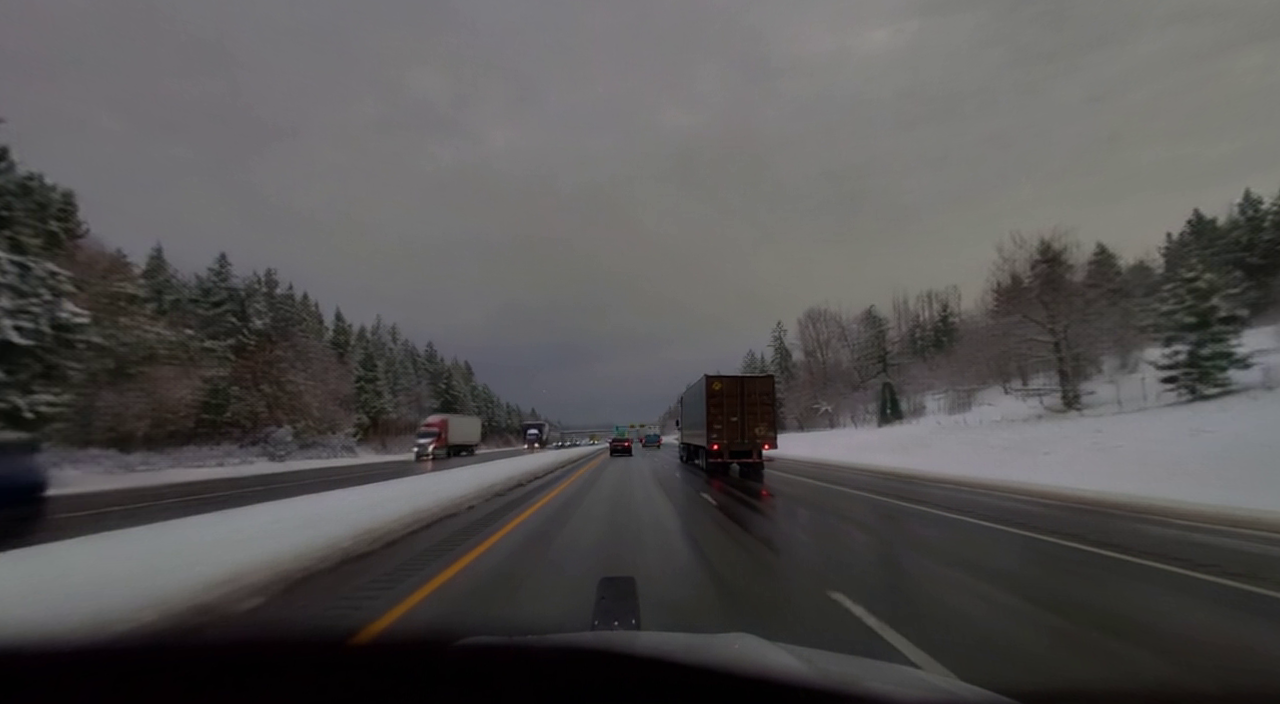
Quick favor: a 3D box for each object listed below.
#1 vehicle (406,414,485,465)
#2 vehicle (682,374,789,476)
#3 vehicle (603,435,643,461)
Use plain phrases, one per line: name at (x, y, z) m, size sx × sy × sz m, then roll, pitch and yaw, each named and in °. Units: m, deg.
vehicle at (-14.382, 6.602, 47.680) m, size 2.961 × 3.458 × 9.579 m, roll 0°, pitch -8°, yaw 0°
vehicle at (3.595, 3.075, 26.105) m, size 2.921 × 3.526 × 8.207 m, roll 0°, pitch -8°, yaw -2°
vehicle at (-0.987, 5.733, 37.805) m, size 2.259 × 1.466 × 3.693 m, roll 0°, pitch -8°, yaw -1°
